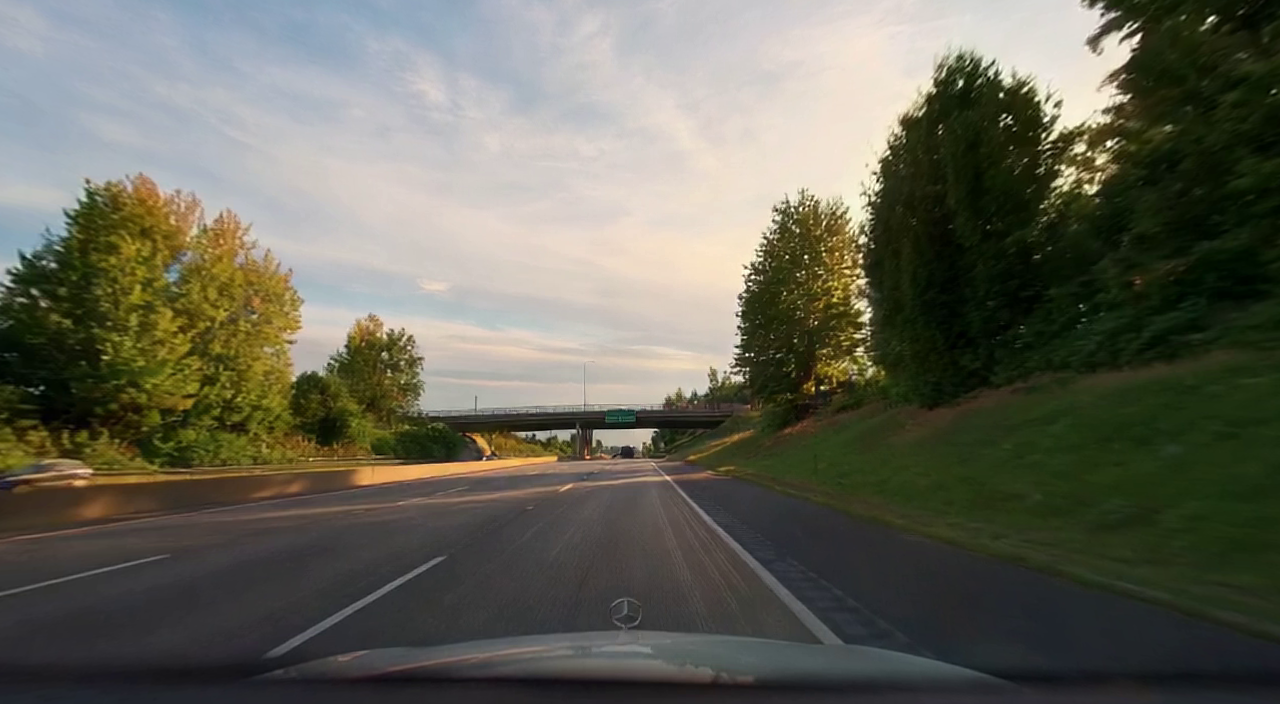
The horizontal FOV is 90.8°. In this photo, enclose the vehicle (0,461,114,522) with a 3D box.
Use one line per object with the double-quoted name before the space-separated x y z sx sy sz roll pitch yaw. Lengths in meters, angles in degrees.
"vehicle" -15.887 3.555 16.369 1.531 1.356 3.360 0 -9 -1
